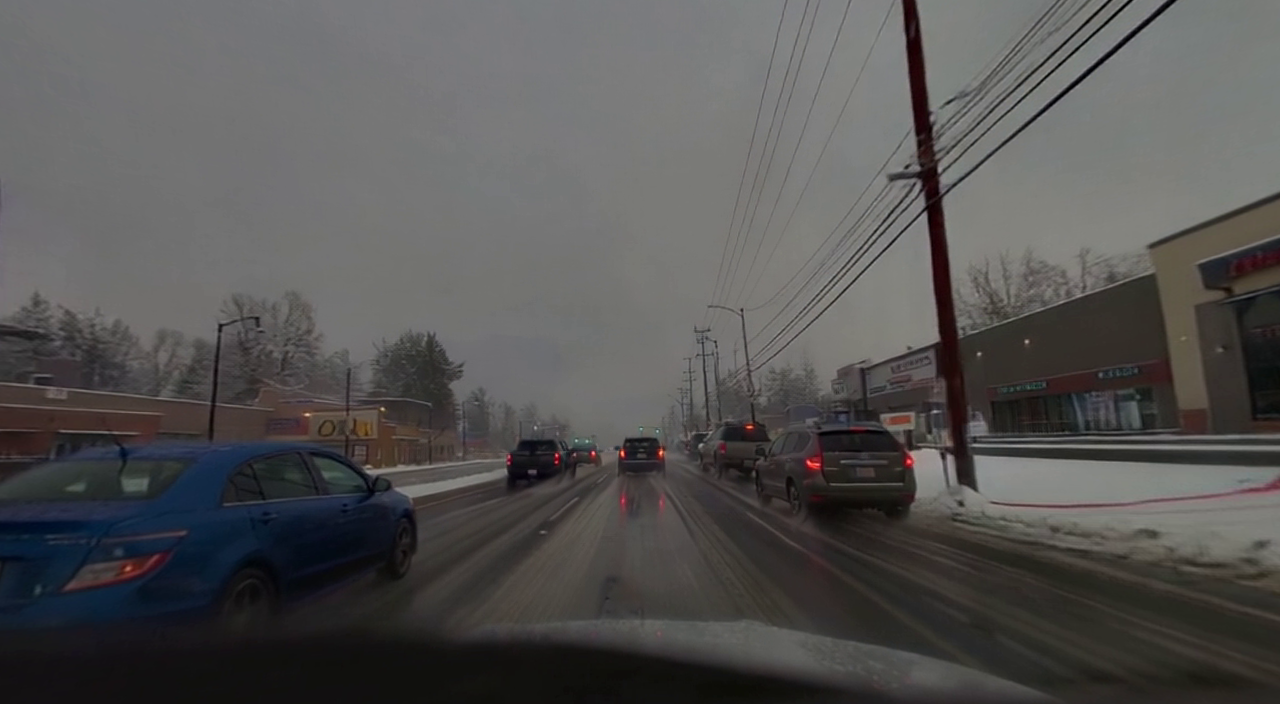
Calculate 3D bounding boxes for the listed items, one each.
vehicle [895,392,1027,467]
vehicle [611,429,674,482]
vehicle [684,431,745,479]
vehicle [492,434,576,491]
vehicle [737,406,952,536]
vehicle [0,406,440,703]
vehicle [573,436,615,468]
[{"bbox_3d":[12.549,3.137,25.258,2.477,2.665,5.203,0,-8,1],"label":"vehicle"},{"bbox_3d":[0.047,4.145,25.574,2.326,1.925,4.253,0,-8,-1],"label":"vehicle"},{"bbox_3d":[3.122,4.417,27.353,2.026,1.904,4.102,0,-8,-1],"label":"vehicle"},{"bbox_3d":[-3.327,3.557,20.668,2.051,1.671,3.861,0,-8,0],"label":"vehicle"},{"bbox_3d":[3.400,2.114,11.832,2.282,1.897,4.915,0,-8,-1],"label":"vehicle"},{"bbox_3d":[-3.247,1.293,4.749,2.022,1.498,4.471,0,-8,0],"label":"vehicle"},{"bbox_3d":[-3.003,6.686,42.456,2.405,2.009,5.909,0,-8,0],"label":"vehicle"}]
